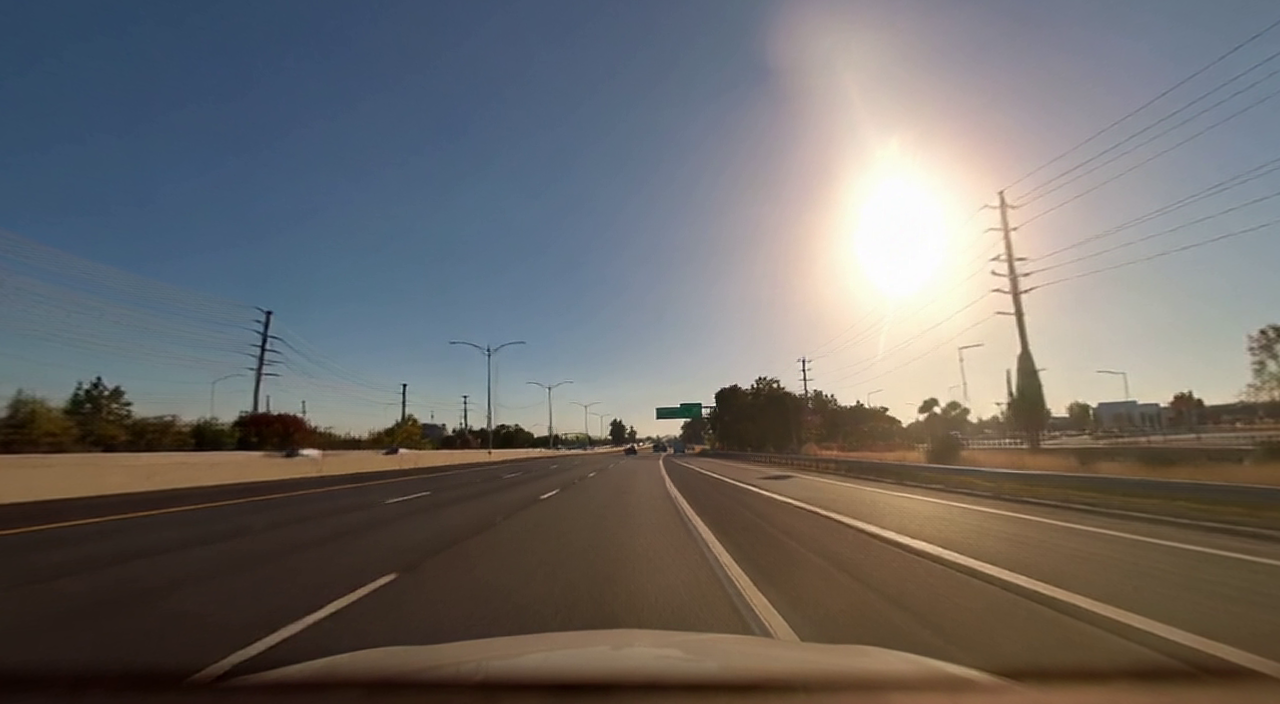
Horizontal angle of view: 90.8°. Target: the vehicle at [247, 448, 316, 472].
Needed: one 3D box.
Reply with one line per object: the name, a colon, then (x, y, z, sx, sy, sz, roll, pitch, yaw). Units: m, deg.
vehicle: (-25.193, 7.606, 44.572, 1.950, 1.541, 4.799, -1, -8, 1)
